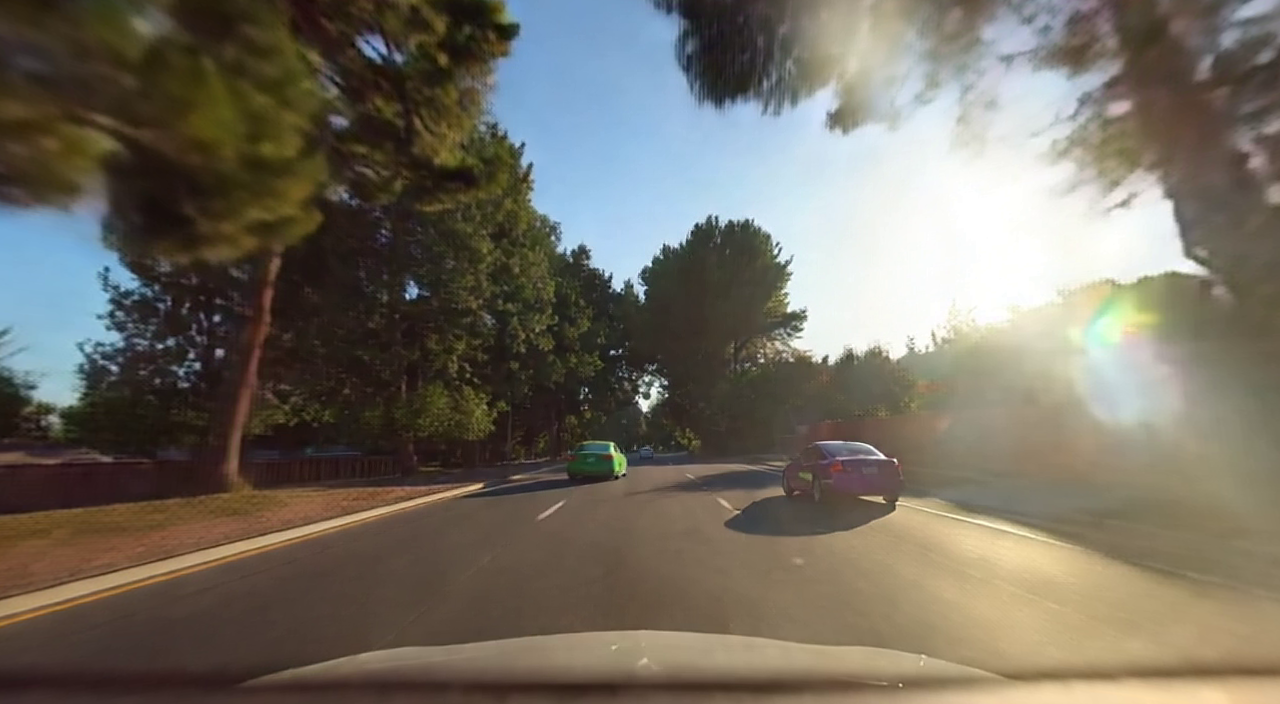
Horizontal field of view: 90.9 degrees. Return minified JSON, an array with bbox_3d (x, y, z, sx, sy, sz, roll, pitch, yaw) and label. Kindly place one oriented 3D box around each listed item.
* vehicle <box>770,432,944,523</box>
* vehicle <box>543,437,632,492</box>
[{"bbox_3d":[4.155,2.449,12.986,1.943,1.471,4.515,-1,-8,0],"label":"vehicle"},{"bbox_3d":[-1.580,3.612,20.764,2.206,1.525,4.695,-2,-8,4],"label":"vehicle"}]
